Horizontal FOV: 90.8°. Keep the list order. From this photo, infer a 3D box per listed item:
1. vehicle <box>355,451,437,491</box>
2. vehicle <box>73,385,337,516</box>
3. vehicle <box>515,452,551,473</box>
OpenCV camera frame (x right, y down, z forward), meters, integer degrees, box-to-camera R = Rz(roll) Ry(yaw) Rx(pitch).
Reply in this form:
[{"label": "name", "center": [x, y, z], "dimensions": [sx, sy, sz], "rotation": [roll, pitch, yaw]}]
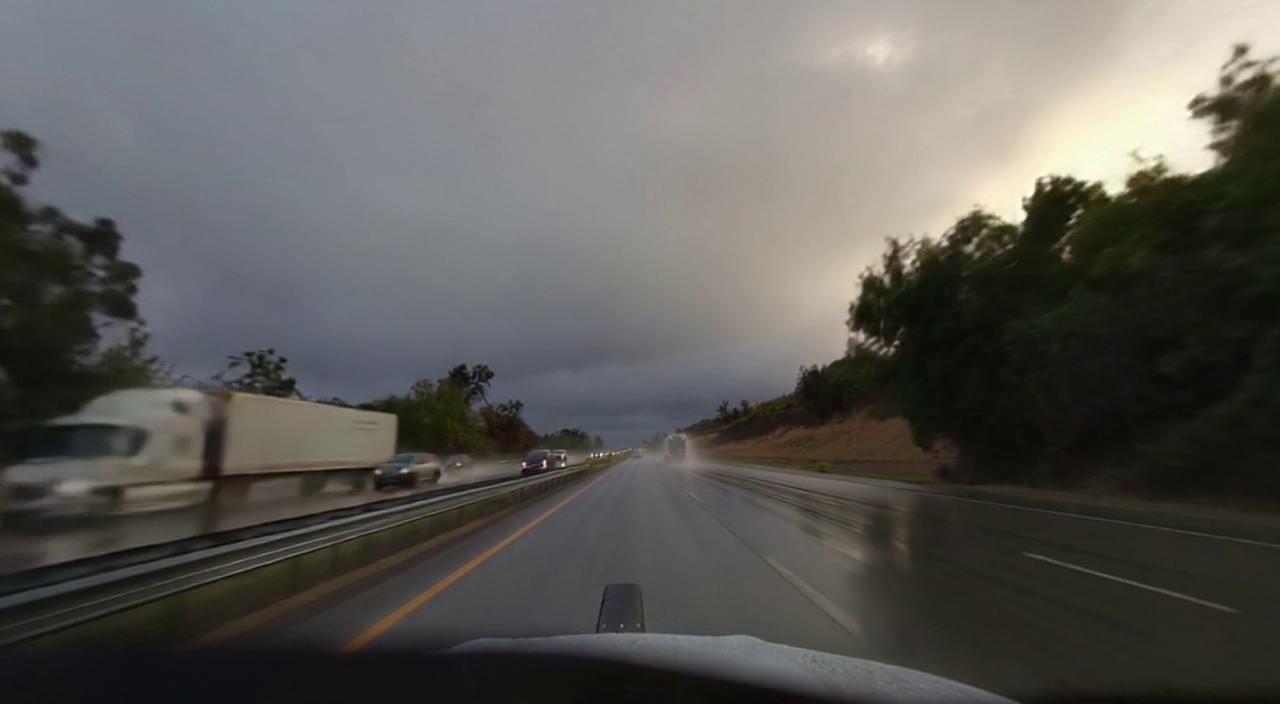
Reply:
[{"label": "vehicle", "center": [-11.703, 5.710, 30.704], "dimensions": [2.072, 1.763, 4.797], "rotation": [0, -9, 0]}, {"label": "vehicle", "center": [-16.020, 3.848, 24.903], "dimensions": [2.947, 4.041, 10.415], "rotation": [0, -9, 0]}, {"label": "vehicle", "center": [-8.202, 8.468, 48.732], "dimensions": [2.029, 1.506, 4.335], "rotation": [0, -9, 1]}]
